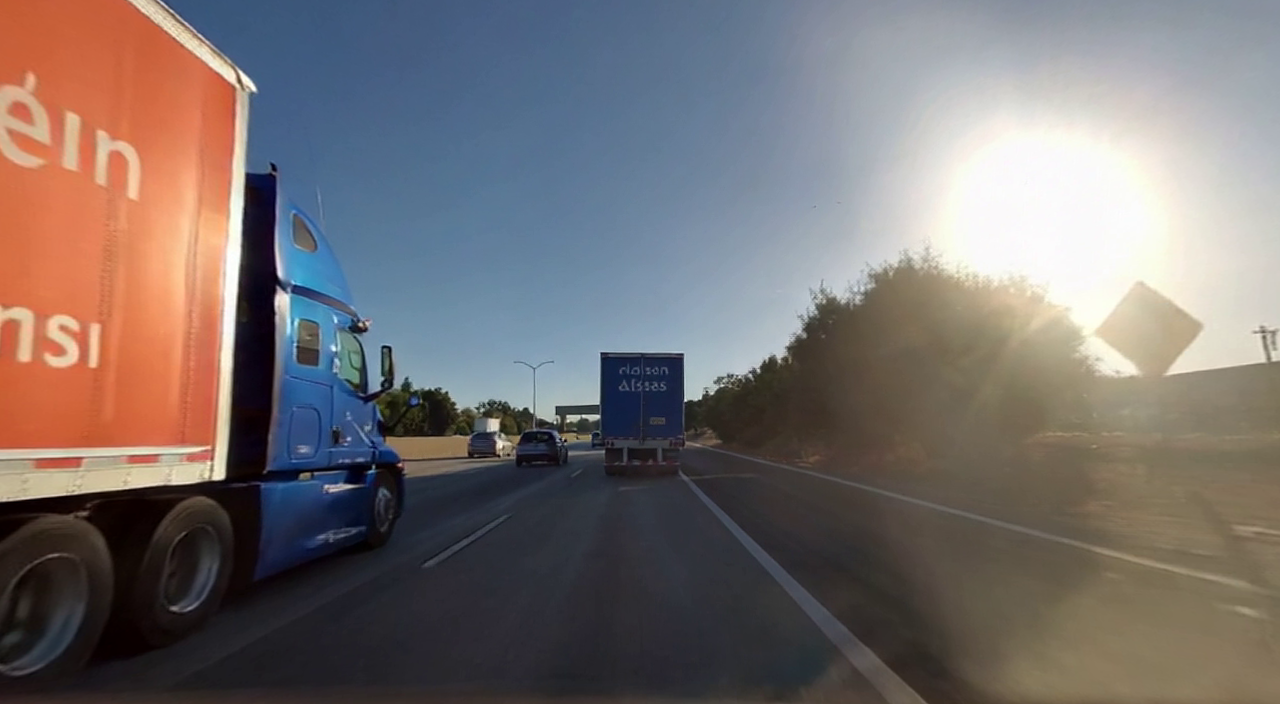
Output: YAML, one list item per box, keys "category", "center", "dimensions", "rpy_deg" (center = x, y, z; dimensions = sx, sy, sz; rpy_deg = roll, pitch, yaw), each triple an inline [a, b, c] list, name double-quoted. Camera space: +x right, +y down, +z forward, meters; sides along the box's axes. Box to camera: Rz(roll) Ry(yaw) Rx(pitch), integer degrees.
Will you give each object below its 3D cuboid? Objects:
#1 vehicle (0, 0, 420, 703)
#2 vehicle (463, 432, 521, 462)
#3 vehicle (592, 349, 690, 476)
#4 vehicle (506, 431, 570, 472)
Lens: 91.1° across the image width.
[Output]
- category: "vehicle"
  center: [-4.143, -0.055, 4.728]
  dimensions: [3.007, 4.031, 6.044]
  rpy_deg: [1, -7, -4]
- category: "vehicle"
  center: [-7.663, 4.944, 32.962]
  dimensions: [2.001, 1.468, 4.163]
  rpy_deg: [0, -8, 0]
- category: "vehicle"
  center: [-0.133, 2.635, 25.657]
  dimensions: [3.118, 4.106, 10.719]
  rpy_deg: [0, -8, -2]
- category: "vehicle"
  center: [-3.918, 3.869, 24.779]
  dimensions: [1.933, 1.492, 3.838]
  rpy_deg: [0, -8, 0]
